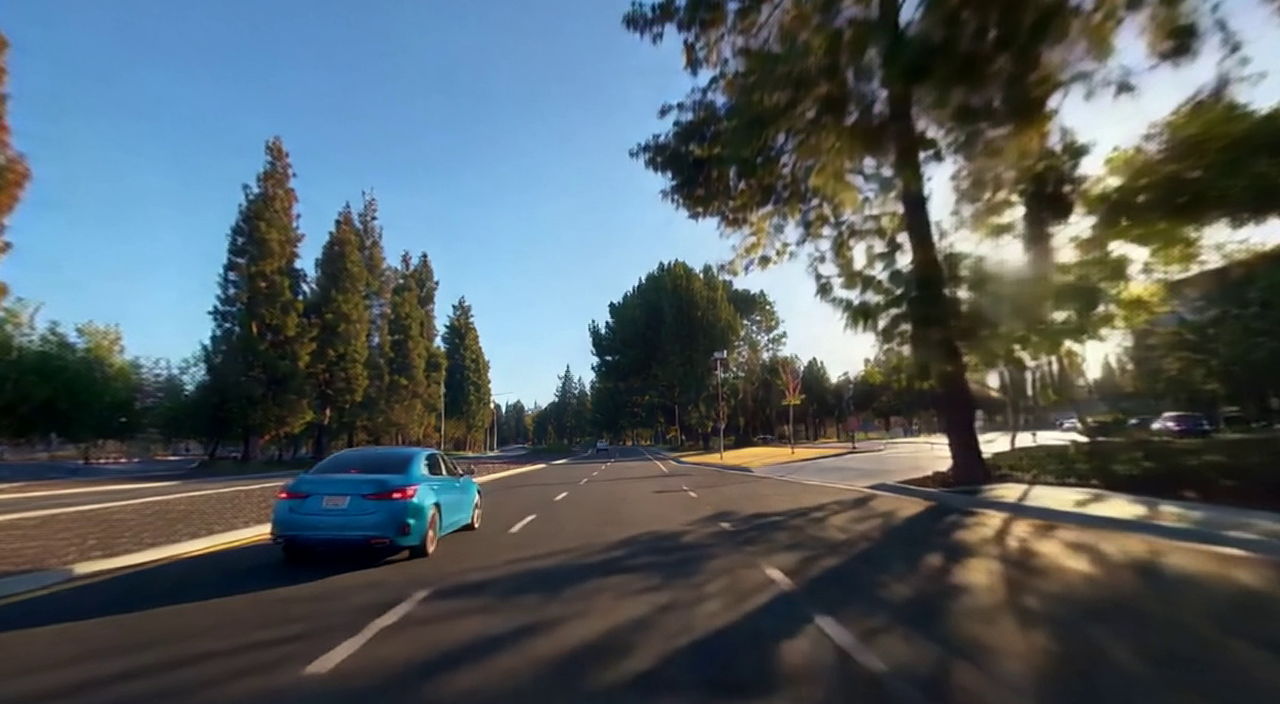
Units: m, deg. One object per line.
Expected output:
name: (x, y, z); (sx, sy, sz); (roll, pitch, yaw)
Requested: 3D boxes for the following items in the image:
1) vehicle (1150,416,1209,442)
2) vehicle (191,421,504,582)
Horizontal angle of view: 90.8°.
vehicle: (31.240, 4.437, 36.695); (1.690, 1.378, 3.826); (-6, -8, 27)
vehicle: (-3.159, 1.688, 7.962); (1.964, 1.472, 4.078); (0, -8, 0)
